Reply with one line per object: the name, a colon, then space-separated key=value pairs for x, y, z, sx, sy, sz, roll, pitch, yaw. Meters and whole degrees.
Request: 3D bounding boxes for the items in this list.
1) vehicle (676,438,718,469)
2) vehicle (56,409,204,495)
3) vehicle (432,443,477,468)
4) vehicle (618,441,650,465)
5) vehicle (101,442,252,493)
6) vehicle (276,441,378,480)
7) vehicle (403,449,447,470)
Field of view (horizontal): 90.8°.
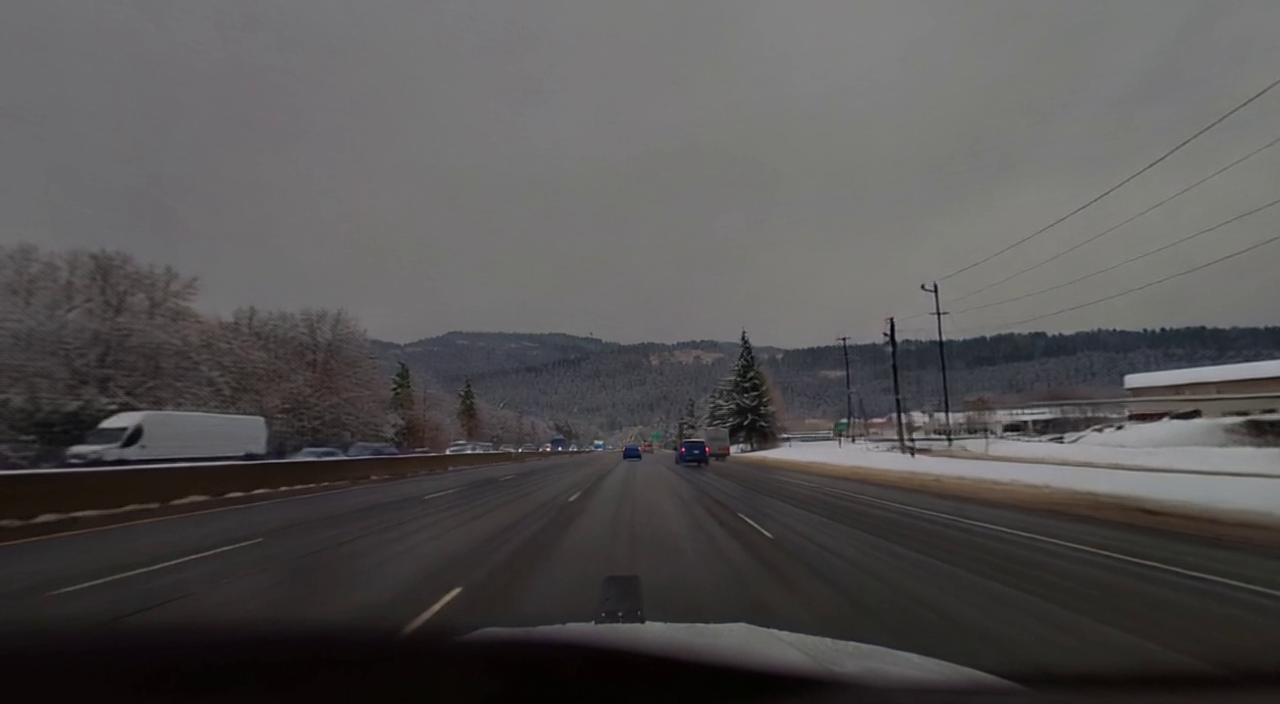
vehicle: x=3.437 y=6.218 z=38.916 sx=2.036 sy=1.796 sz=4.470 roll=0 pitch=-9 yaw=-2
vehicle: x=-25.670 y=5.053 z=32.215 sx=2.968 sy=3.977 sz=5.142 roll=0 pitch=-9 yaw=0
vehicle: x=-13.893 y=7.758 z=47.537 sx=1.962 sy=1.792 sz=4.576 roll=0 pitch=-9 yaw=0
vehicle: x=-0.451 y=7.632 z=47.991 sx=2.325 sy=1.712 sz=4.592 roll=0 pitch=-9 yaw=0
vehicle: x=-21.363 y=5.326 z=29.644 sx=2.258 sy=2.068 sz=6.386 roll=0 pitch=-9 yaw=0
vehicle: x=-13.306 y=4.632 z=27.240 sx=1.934 sy=1.522 sz=4.697 roll=0 pitch=-9 yaw=1
vehicle: x=-16.932 y=8.475 z=49.941 sx=1.957 sy=1.516 sz=3.844 roll=0 pitch=-9 yaw=2
